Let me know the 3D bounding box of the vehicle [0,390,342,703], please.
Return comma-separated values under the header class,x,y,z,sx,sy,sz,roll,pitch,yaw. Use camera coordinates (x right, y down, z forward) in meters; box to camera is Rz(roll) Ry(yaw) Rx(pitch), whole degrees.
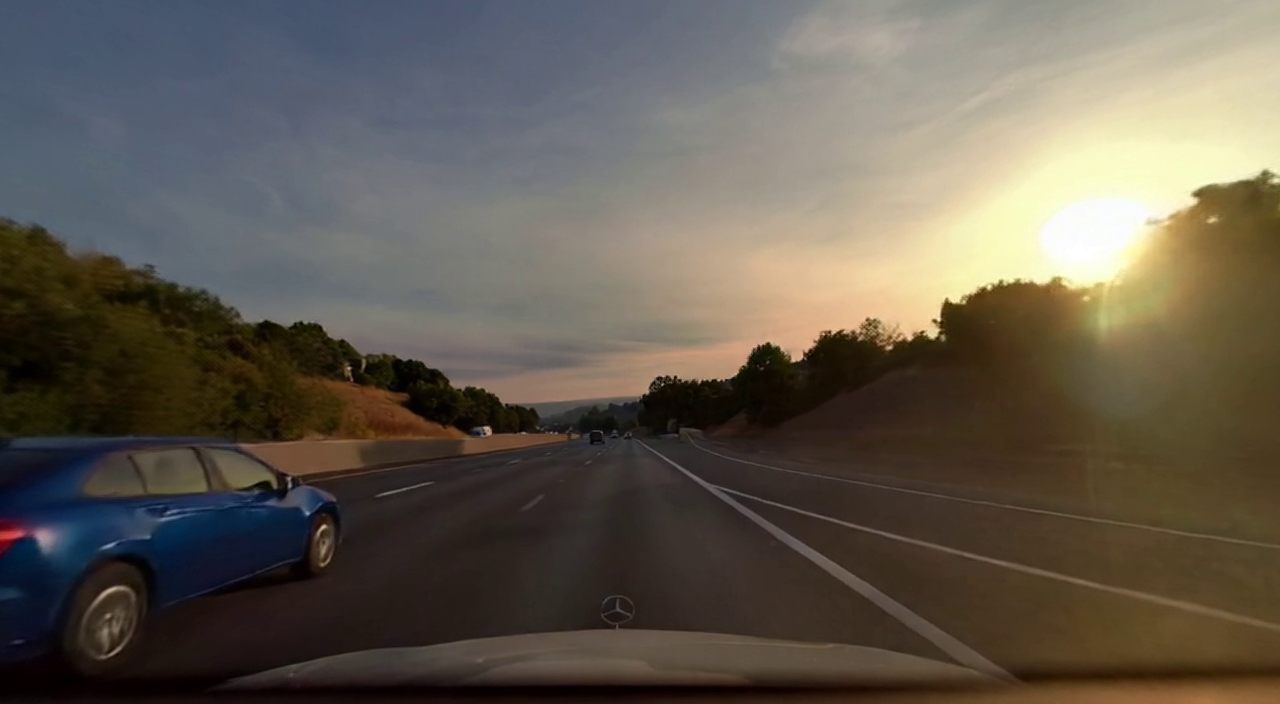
class,x,y,z,sx,sy,sz,roll,pitch,yaw
vehicle,-3.743,1.044,3.568,2.026,1.517,4.325,0,-8,-1
